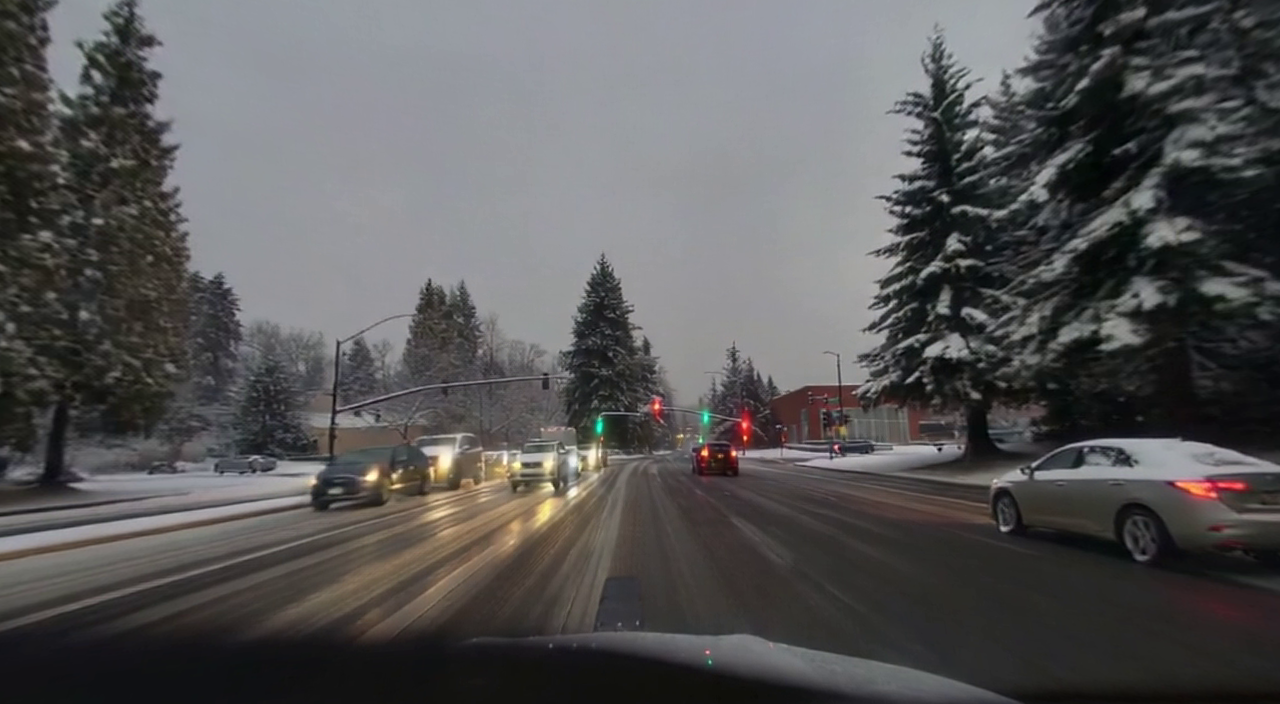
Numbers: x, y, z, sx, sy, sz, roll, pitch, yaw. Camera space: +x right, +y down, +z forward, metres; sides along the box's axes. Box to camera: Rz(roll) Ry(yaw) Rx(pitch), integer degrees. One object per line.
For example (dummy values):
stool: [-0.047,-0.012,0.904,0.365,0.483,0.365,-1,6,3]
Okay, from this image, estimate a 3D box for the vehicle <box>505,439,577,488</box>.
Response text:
vehicle: [-3.548,4.085,23.472,1.948,1.595,4.256,-1,-9,0]

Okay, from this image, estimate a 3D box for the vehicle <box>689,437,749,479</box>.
vehicle: [3.567,4.869,29.333,2.095,1.759,4.862,0,-9,-1]

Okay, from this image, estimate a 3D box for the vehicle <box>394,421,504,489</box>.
vehicle: [-6.705,3.721,23.092,2.141,2.111,5.940,-1,-9,0]

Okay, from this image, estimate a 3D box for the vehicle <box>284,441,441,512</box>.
vehicle: [-6.617,2.997,15.702,1.970,1.483,4.269,0,-8,0]

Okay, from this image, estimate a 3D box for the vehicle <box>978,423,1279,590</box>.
vehicle: [6.735,1.838,8.420,2.000,1.618,4.238,0,-9,-1]
